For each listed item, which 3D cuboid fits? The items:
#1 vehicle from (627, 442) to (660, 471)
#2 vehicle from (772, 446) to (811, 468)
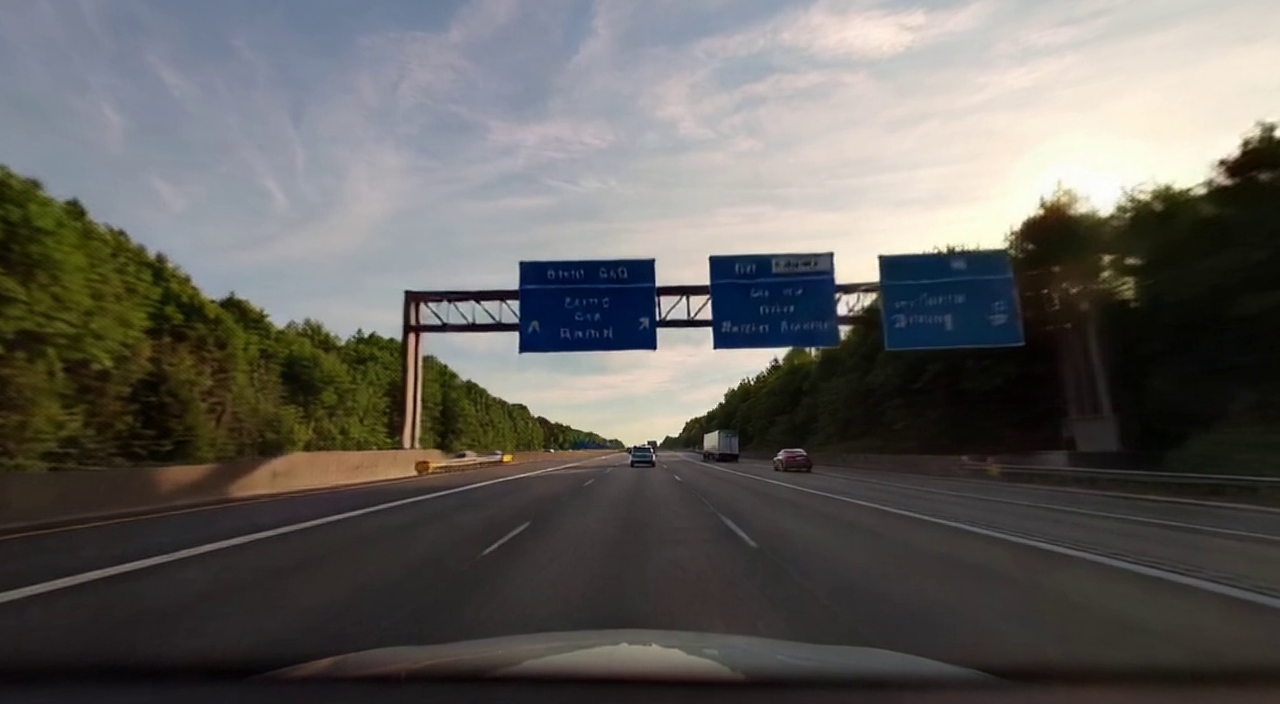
[{"bbox_3d":[0.226,7.239,43.819,2.167,1.847,4.097,0,-9,0],"label":"vehicle"},{"bbox_3d":[11.797,8.213,49.401,1.989,1.591,4.348,0,-9,0],"label":"vehicle"}]
